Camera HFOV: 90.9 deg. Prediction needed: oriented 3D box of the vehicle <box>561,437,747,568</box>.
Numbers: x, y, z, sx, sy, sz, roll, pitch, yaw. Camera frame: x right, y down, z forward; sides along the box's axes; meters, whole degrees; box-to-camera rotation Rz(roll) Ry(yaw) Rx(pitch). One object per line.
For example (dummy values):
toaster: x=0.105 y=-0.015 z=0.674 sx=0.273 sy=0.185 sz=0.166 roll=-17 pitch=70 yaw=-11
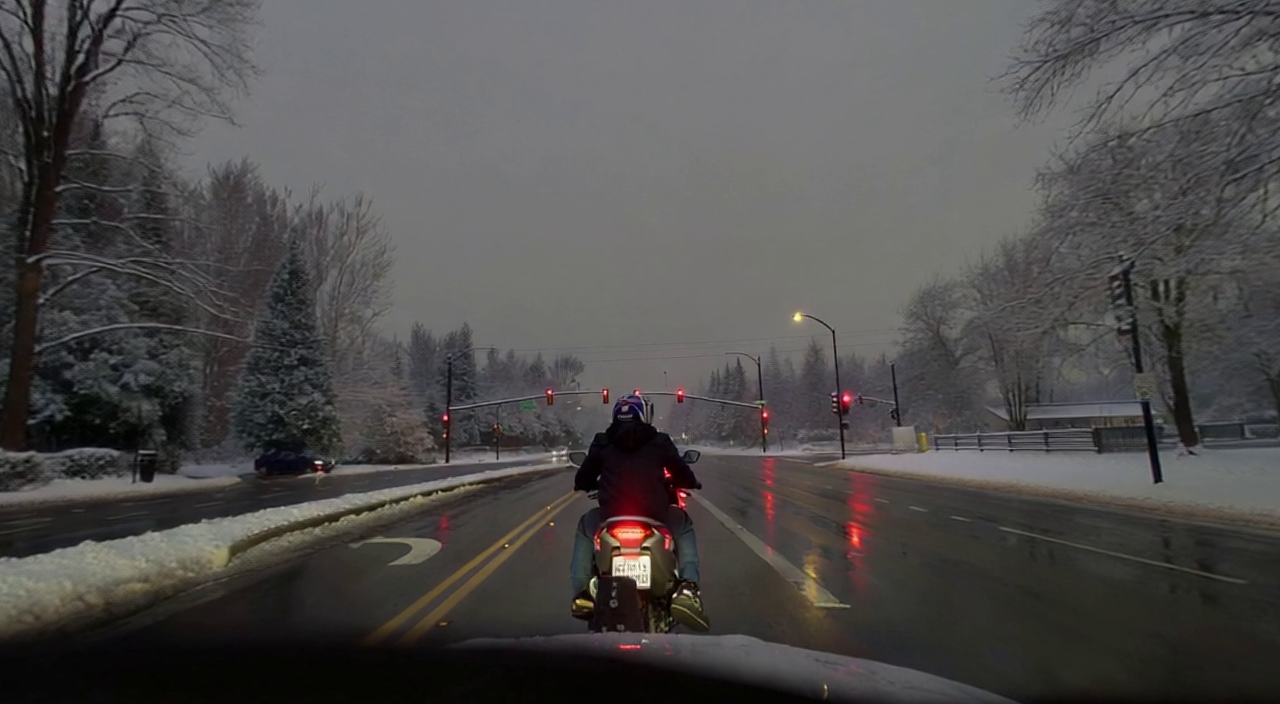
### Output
vehicle: x=0.120 y=2.023 z=9.404 sx=2.093 sy=1.450 sz=4.437 roll=0 pitch=-8 yaw=-1
